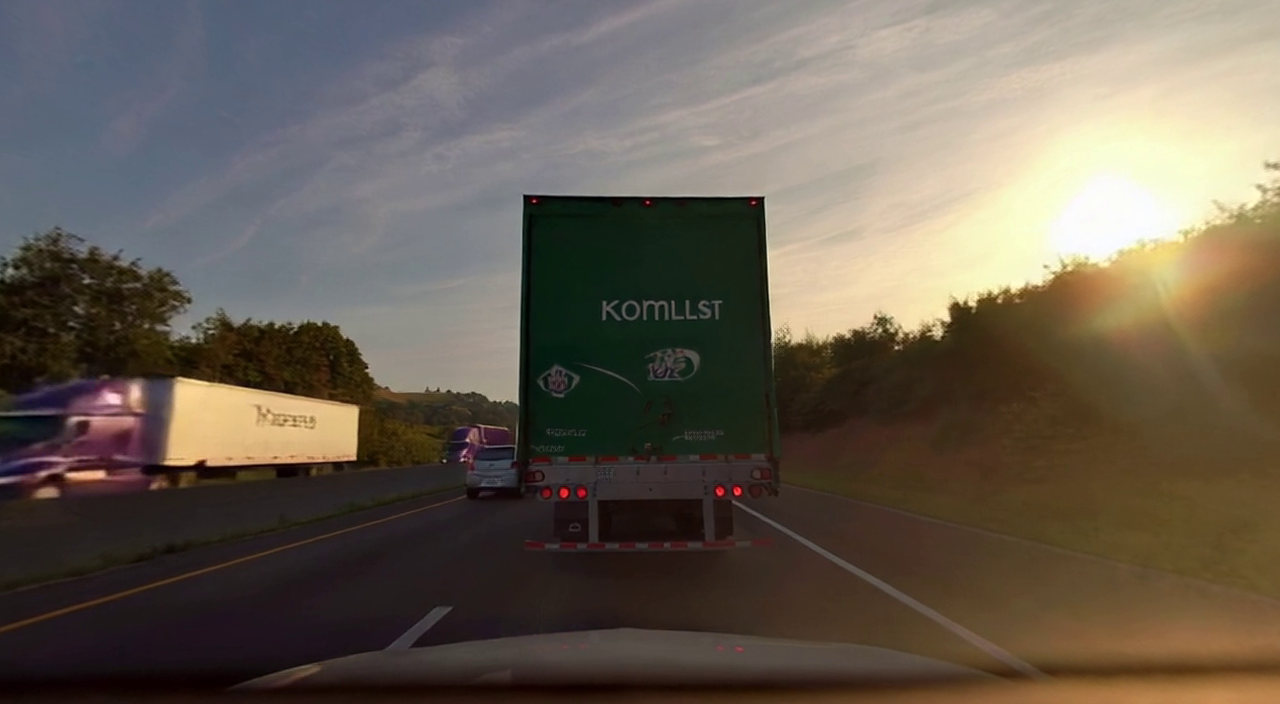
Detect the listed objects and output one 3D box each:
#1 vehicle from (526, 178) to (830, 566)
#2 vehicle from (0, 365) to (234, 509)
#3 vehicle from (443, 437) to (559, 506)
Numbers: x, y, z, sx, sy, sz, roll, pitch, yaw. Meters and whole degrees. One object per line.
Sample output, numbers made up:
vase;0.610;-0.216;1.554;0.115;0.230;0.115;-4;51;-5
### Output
vehicle;0.390;1.244;14.156;3.230;4.377;14.405;0;-9;0
vehicle;-16.771;2.797;20.367;3.034;3.940;5.969;0;-9;0
vehicle;-3.535;3.138;16.968;2.095;1.600;4.247;0;-9;1
